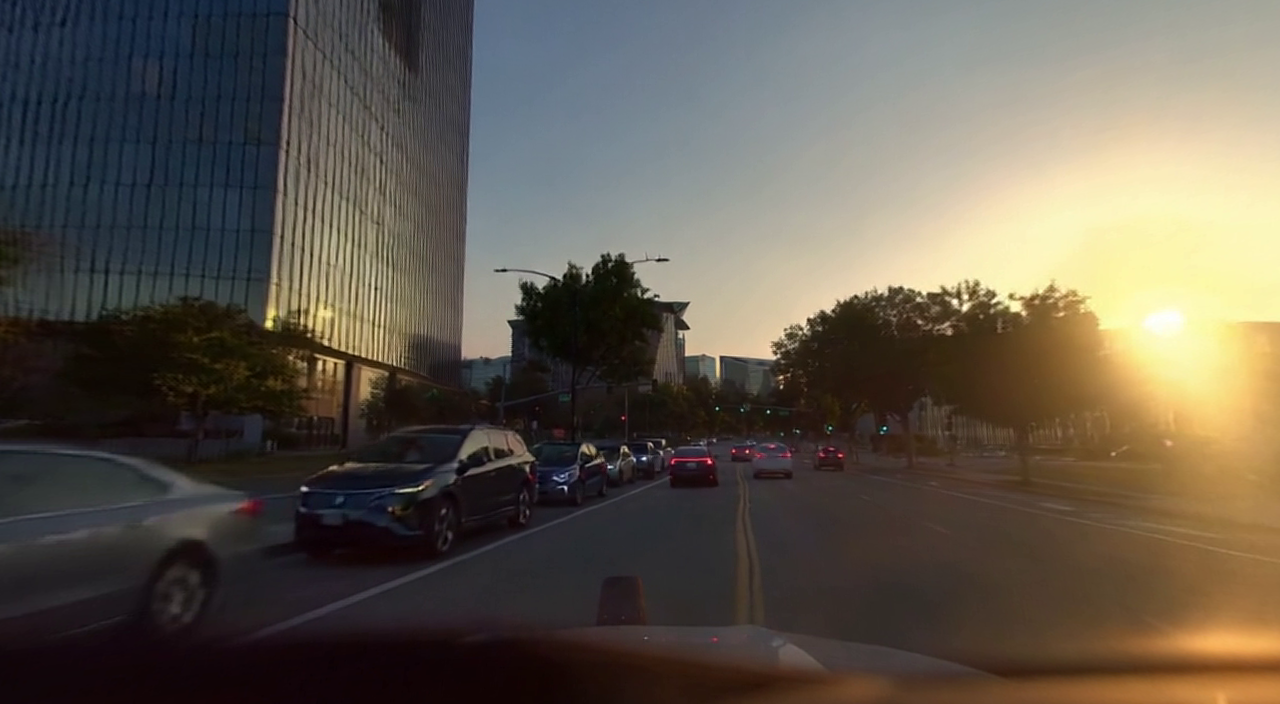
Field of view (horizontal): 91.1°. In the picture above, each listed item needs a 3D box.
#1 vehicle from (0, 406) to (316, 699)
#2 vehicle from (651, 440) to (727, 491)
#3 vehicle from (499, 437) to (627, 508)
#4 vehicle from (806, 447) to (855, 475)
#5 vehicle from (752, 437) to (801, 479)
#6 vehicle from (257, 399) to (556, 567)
[{"bbox_3d":[-4.273,1.061,3.406,1.868,1.514,4.870,-1,-8,9],"label":"vehicle"},{"bbox_3d":[1.830,3.851,21.807,2.205,1.537,4.895,-1,-8,9],"label":"vehicle"},{"bbox_3d":[-1.823,3.060,16.413,2.068,1.525,4.452,-4,-9,10],"label":"vehicle"},{"bbox_3d":[11.263,6.465,37.452,2.120,1.497,4.323,-1,-8,8],"label":"vehicle"},{"bbox_3d":[6.539,5.093,30.510,2.102,1.815,4.716,-1,-8,10],"label":"vehicle"},{"bbox_3d":[-3.025,1.845,9.475,2.142,1.834,4.588,-4,-9,10],"label":"vehicle"}]
